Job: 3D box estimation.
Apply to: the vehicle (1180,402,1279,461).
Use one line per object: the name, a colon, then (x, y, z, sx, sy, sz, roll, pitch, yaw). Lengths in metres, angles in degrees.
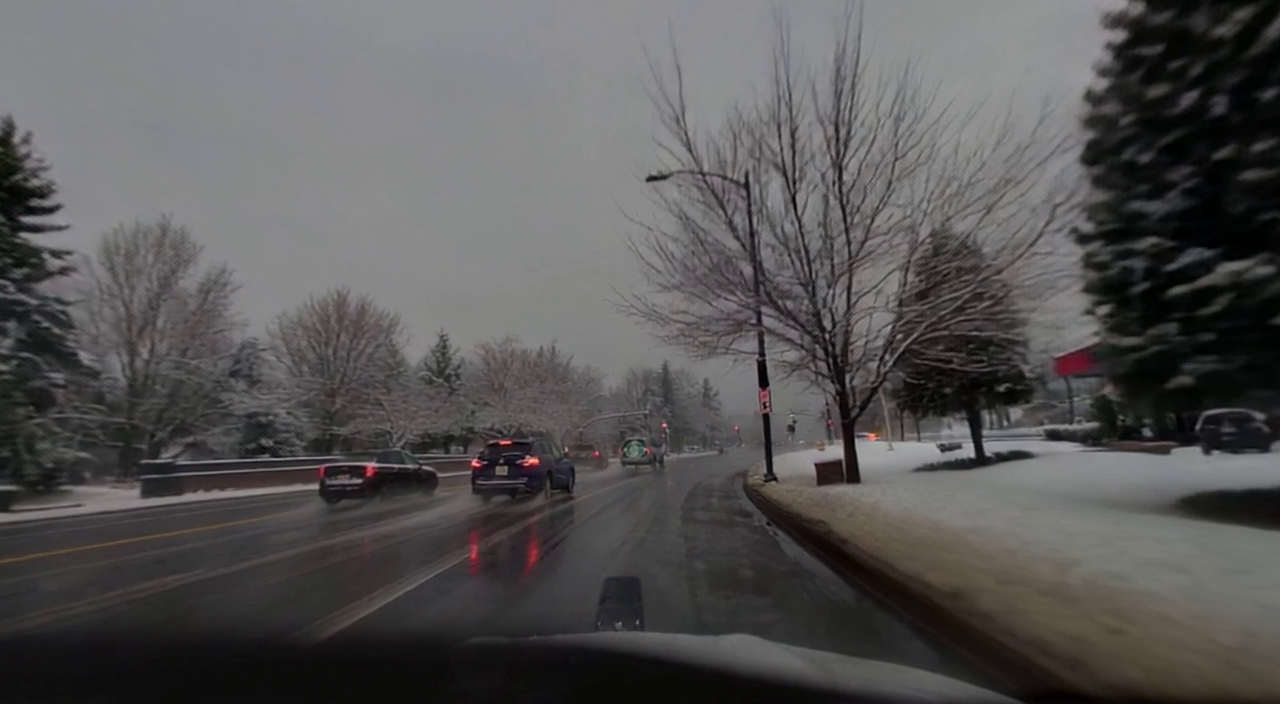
vehicle: (20.875, 2.782, 21.753, 4.982, 1.789, 2.303, 6, -11, -38)

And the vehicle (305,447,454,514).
vehicle: (-6.818, 3.366, 17.084, 1.974, 1.558, 3.949, -1, -9, 7)

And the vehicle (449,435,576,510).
vehicle: (-3.122, 3.058, 16.473, 2.002, 1.664, 4.113, -1, -9, 7)

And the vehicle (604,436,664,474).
vehicle: (-0.217, 5.415, 33.342, 2.167, 1.832, 4.679, -2, -9, 13)
